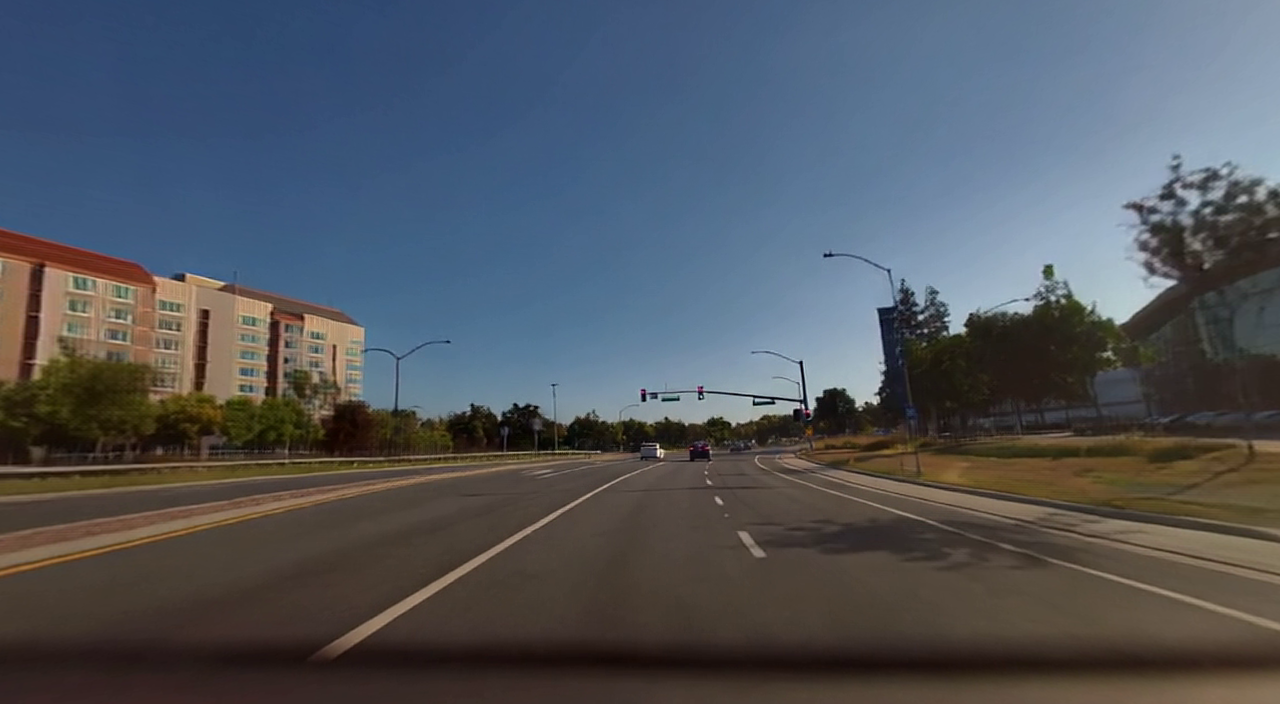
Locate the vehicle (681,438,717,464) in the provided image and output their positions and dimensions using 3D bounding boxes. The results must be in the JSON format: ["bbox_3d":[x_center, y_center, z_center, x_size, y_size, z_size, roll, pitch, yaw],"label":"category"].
[{"bbox_3d":[4.619,7.608,48.671,2.356,1.931,4.840,-2,-9,9],"label":"vehicle"}]
